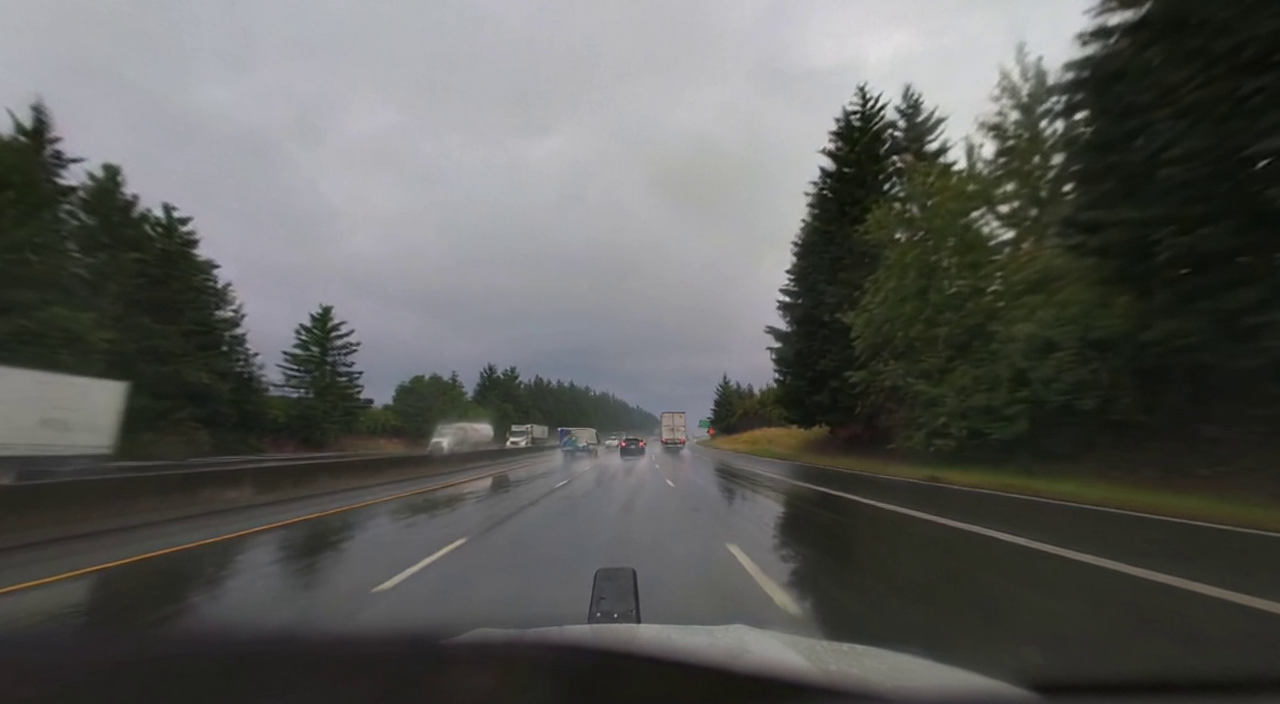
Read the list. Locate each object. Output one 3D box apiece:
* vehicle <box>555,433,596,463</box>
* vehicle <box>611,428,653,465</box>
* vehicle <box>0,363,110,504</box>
[{"bbox_3d":[-3.990,6.081,39.802,2.047,1.757,4.183,-1,-8,1],"label":"vehicle"},{"bbox_3d":[-0.467,5.398,35.952,2.211,1.933,4.315,0,-8,-1],"label":"vehicle"},{"bbox_3d":[-20.238,1.896,14.980,2.960,4.073,14.112,0,-8,0],"label":"vehicle"}]
